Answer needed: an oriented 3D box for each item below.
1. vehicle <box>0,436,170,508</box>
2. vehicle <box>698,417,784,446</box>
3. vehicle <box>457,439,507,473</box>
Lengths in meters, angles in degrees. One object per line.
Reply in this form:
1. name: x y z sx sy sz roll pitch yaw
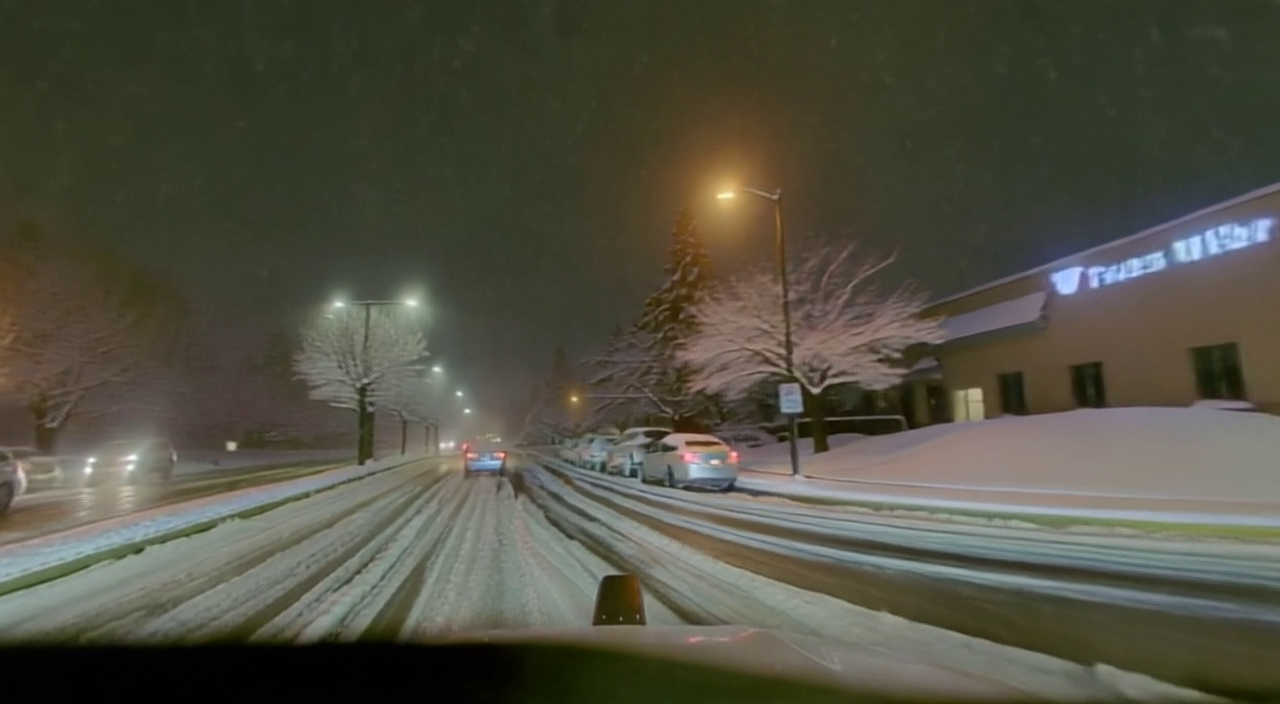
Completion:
1. vehicle: -15.932 3.324 18.044 2.275 1.752 4.858 2 -9 -15
2. vehicle: 6.351 5.061 39.868 4.851 1.737 2.189 3 -9 -18
3. vehicle: -8.253 5.334 32.692 2.197 1.642 4.312 3 -9 -17
